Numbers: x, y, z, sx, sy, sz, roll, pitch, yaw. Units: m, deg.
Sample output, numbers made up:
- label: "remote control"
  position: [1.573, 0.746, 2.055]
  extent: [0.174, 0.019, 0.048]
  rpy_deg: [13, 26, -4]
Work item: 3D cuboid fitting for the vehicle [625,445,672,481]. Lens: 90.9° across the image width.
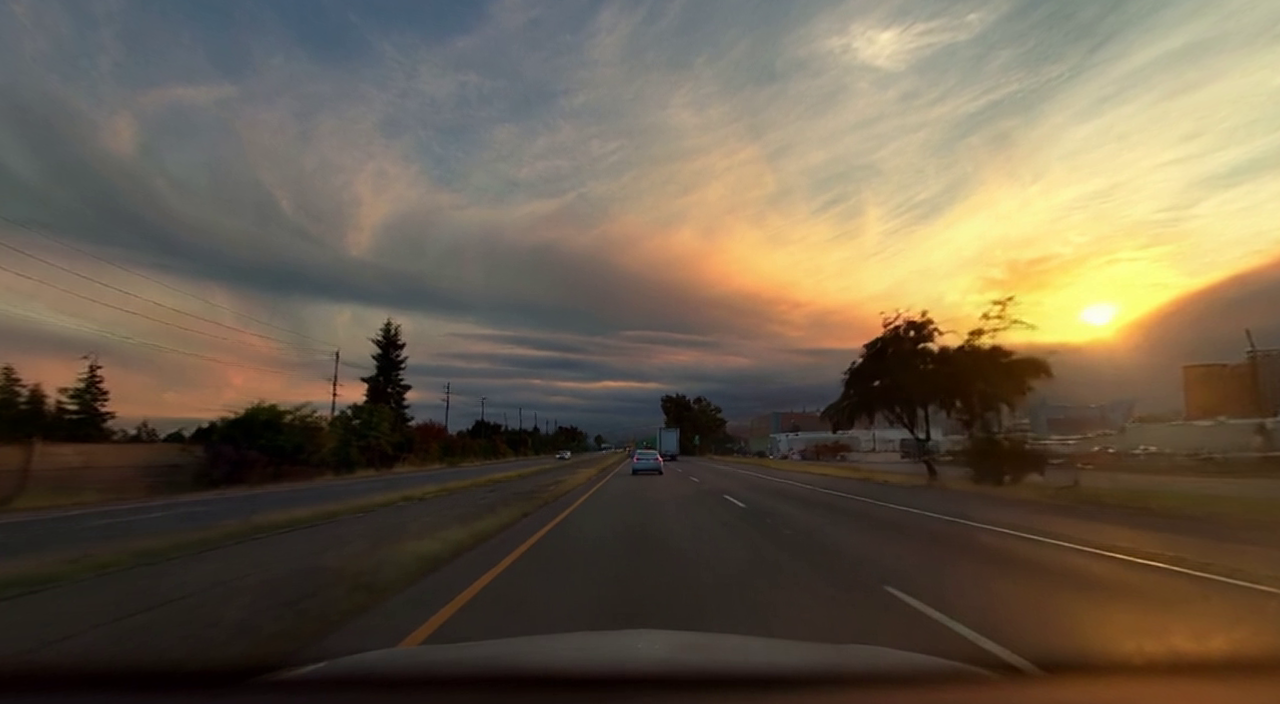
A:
- label: "vehicle"
  position: [0.379, 5.215, 29.851]
  extent: [2.045, 1.527, 4.023]
  rpy_deg: [0, -9, 0]
